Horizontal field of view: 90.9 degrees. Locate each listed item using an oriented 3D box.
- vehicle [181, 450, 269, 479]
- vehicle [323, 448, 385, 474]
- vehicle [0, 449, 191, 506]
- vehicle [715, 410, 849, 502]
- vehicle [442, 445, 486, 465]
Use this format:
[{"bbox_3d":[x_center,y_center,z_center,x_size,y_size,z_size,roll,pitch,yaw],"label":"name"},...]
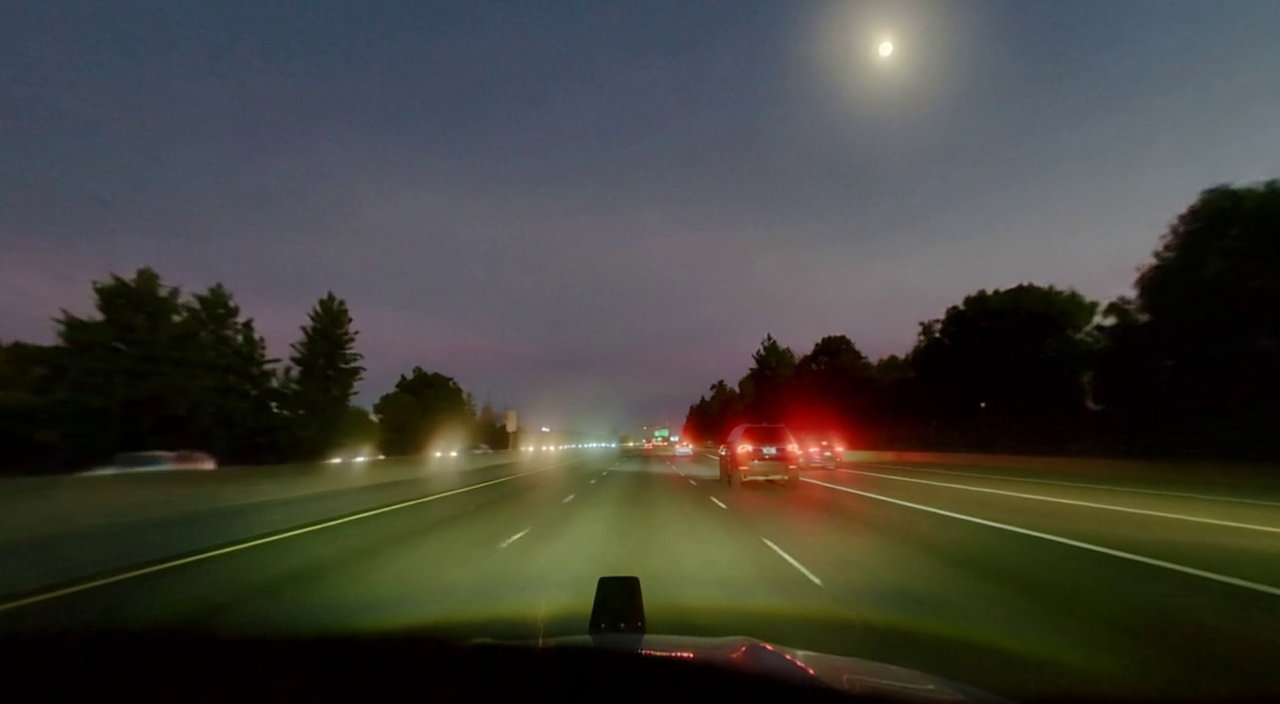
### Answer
[{"bbox_3d":[-24.886,6.738,38.048,1.935,1.520,4.897,-1,-8,1],"label":"vehicle"},{"bbox_3d":[-17.632,6.698,39.093,1.869,1.457,4.240,-1,-8,0],"label":"vehicle"},{"bbox_3d":[-16.394,3.751,19.378,1.865,1.466,4.452,-1,-8,1],"label":"vehicle"},{"bbox_3d":[3.447,2.700,16.731,2.218,1.964,5.662,-1,-8,0],"label":"vehicle"},{"bbox_3d":[-13.576,7.945,48.876,1.930,1.493,4.830,-1,-8,1],"label":"vehicle"}]
